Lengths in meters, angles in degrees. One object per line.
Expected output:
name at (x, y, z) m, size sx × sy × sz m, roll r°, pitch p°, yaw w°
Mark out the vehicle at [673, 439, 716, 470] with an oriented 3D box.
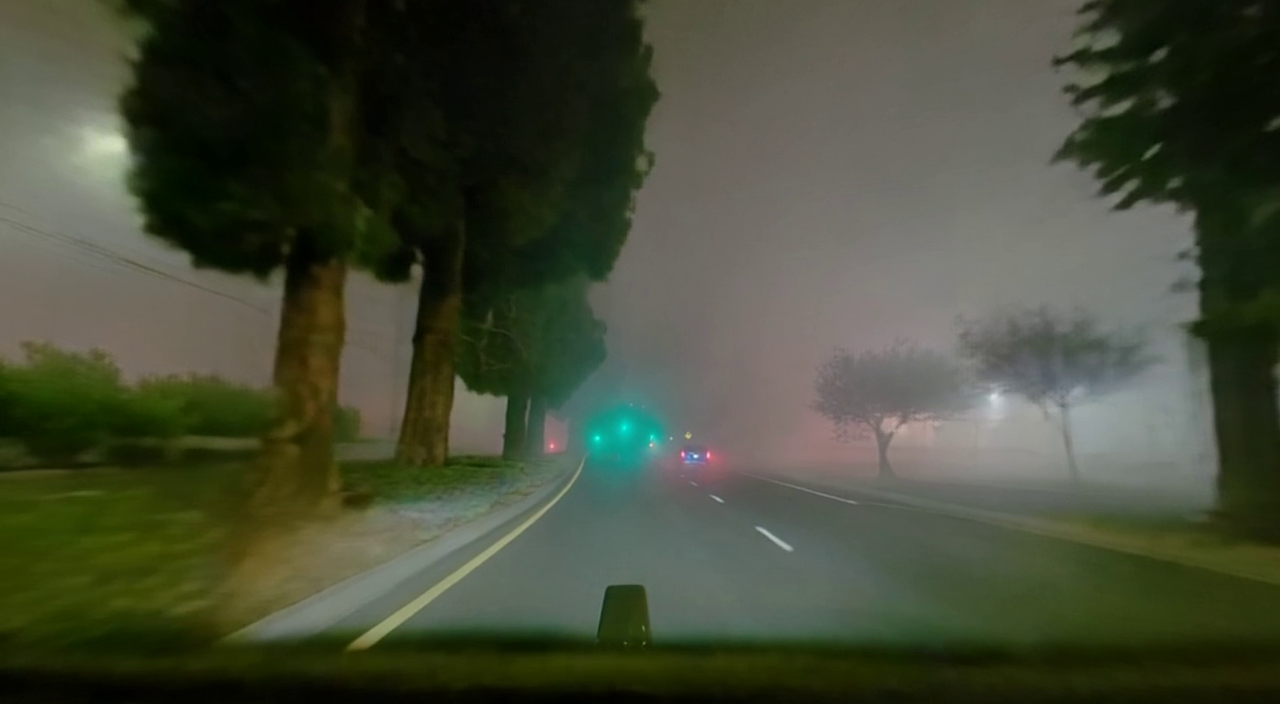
vehicle at (3.357, 6.384, 39.577) m, size 2.240 × 1.781 × 4.433 m, roll 0°, pitch -8°, yaw -1°
